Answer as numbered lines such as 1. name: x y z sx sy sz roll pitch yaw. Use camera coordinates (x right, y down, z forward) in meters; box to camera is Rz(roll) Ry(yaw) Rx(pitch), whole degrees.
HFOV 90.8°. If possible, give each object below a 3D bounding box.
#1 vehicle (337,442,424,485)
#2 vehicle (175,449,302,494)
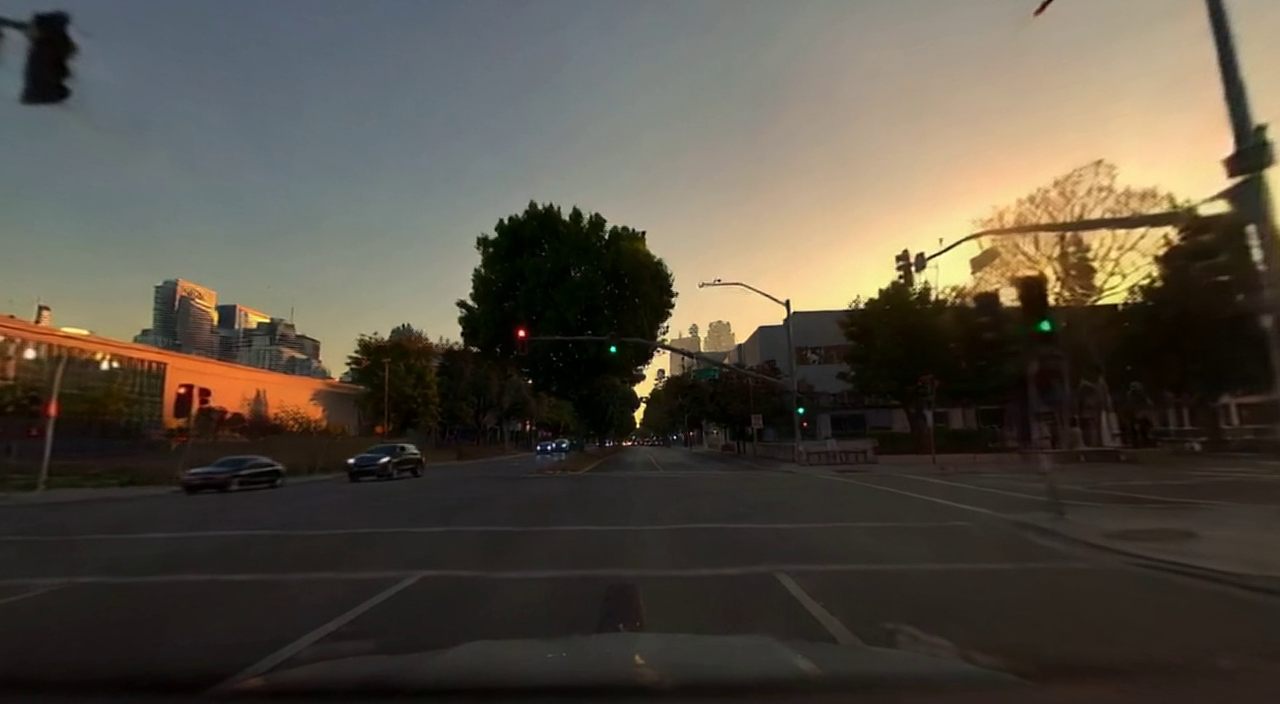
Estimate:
1. vehicle: -11.038 4.746 27.241 1.893 1.654 4.127 -1 -9 2
2. vehicle: -14.739 4.365 23.515 1.847 1.453 4.286 0 -9 1
